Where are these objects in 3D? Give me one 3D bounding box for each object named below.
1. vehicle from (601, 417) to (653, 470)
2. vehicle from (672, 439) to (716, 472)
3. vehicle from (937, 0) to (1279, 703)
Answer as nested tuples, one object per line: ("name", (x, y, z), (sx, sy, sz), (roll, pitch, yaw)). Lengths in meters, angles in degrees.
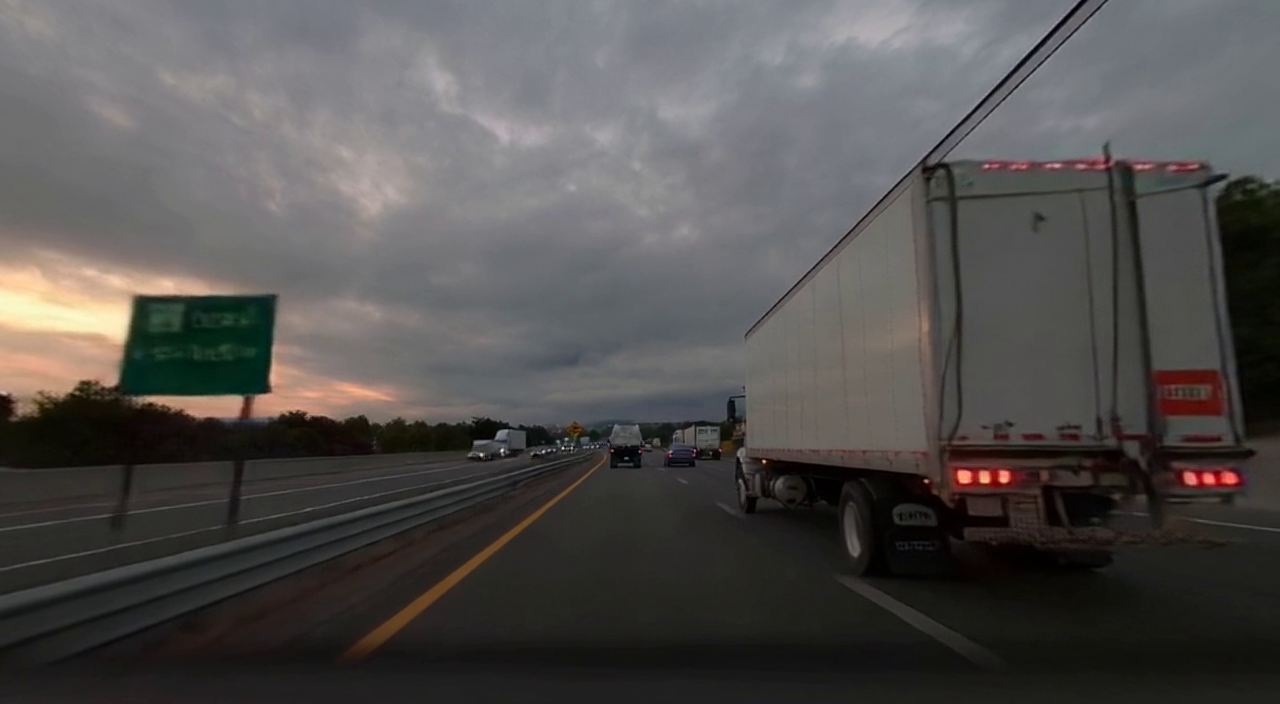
("vehicle", (-0.644, 5.294, 36.055), (2.506, 2.743, 6.093), (-1, -9, 3))
("vehicle", (2.799, 5.502, 33.464), (2.127, 1.642, 3.899), (-1, -9, 2))
("vehicle", (3.898, -0.423, 0.691), (2.816, 4.086, 8.486), (0, -9, 0))
